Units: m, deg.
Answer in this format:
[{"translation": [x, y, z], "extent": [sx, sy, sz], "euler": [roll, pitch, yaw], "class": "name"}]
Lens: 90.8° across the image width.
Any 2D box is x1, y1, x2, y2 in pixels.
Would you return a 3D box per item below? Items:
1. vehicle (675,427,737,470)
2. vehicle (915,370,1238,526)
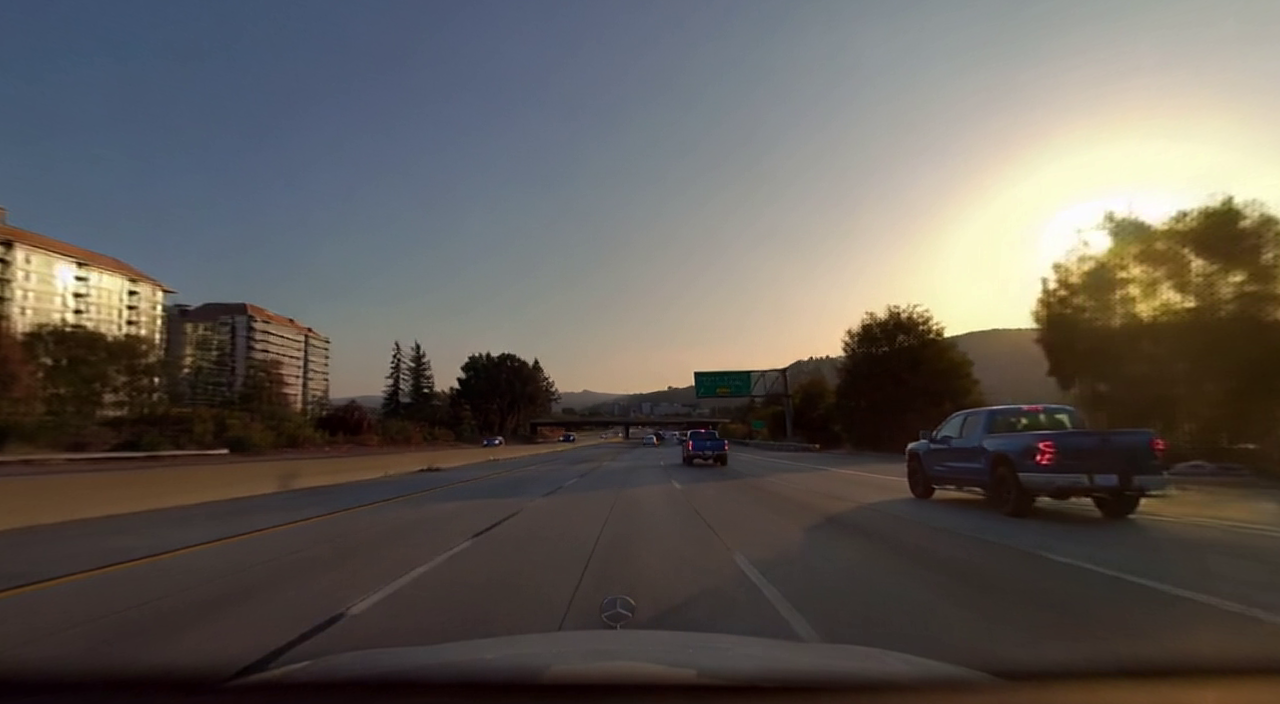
[{"translation": [3.217, 4.868, 31.954], "extent": [2.462, 1.984, 4.718], "euler": [0, -8, -2], "class": "vehicle"}, {"translation": [7.580, 1.798, 12.002], "extent": [2.158, 2.268, 5.396], "euler": [0, -9, -1], "class": "vehicle"}]
